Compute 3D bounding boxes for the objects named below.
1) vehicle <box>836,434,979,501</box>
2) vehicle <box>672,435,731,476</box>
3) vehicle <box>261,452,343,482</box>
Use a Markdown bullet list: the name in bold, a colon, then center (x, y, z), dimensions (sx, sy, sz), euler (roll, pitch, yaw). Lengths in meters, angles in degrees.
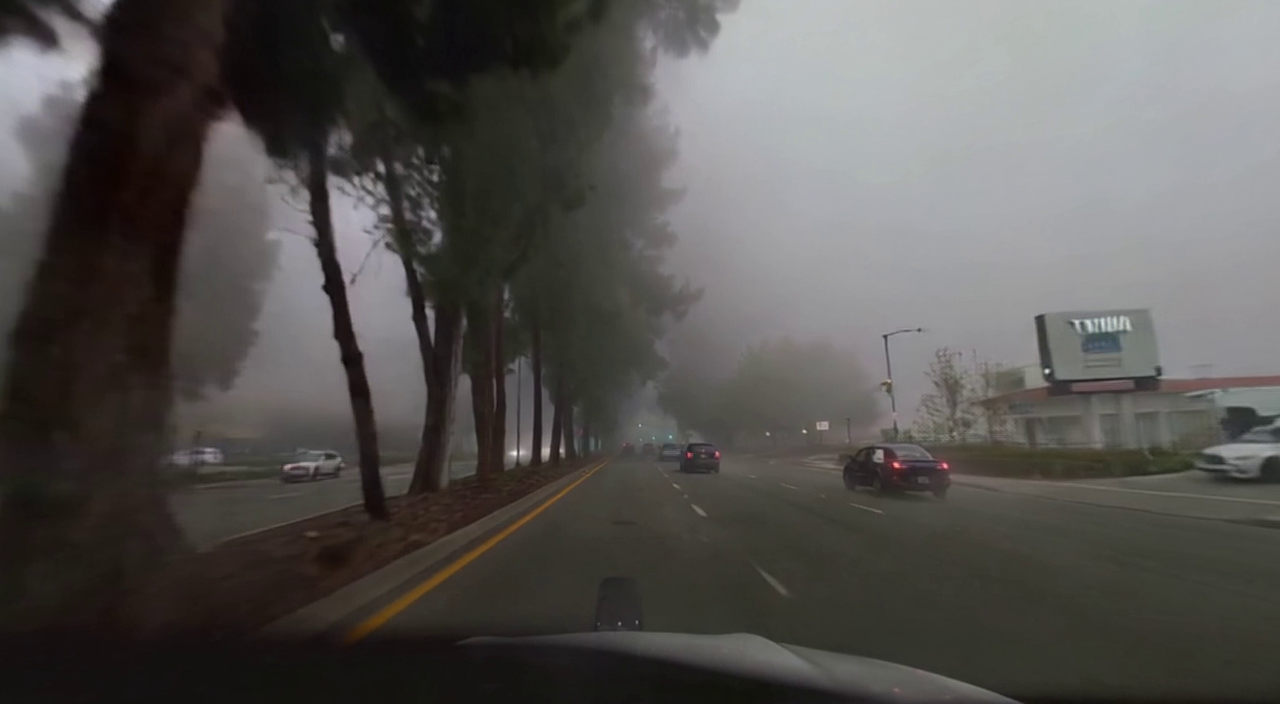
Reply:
- **vehicle**: center (6.826, 2.977, 16.617), dimensions (1.886, 1.528, 4.169), euler (0, -9, -1)
- **vehicle**: center (2.674, 4.642, 28.427), dimensions (2.161, 1.676, 4.151), euler (0, -9, -1)
- **vehicle**: center (-17.987, 6.112, 33.774), dimensions (1.851, 1.480, 4.501), euler (0, -9, 1)
